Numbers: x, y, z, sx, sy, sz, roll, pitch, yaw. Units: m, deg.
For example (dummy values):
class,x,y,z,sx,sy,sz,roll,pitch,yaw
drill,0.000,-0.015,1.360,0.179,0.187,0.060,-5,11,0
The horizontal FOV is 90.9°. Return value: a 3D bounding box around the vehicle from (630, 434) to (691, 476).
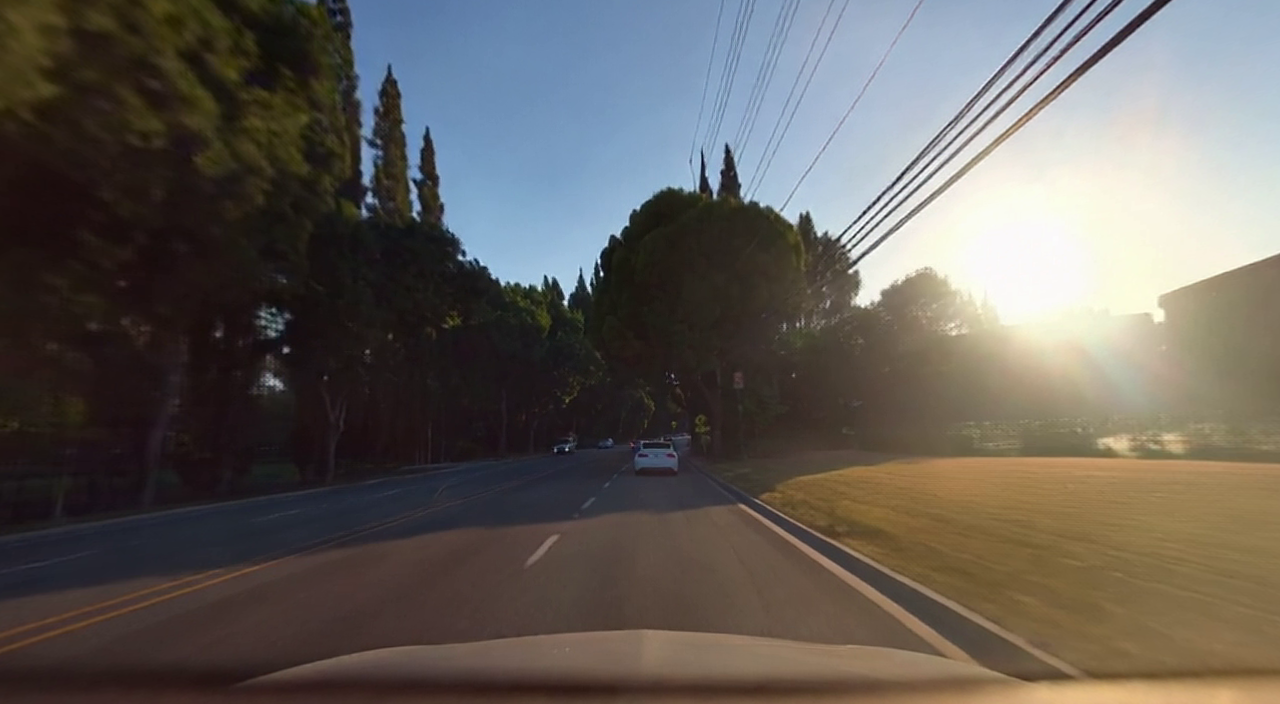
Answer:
class,x,y,z,sx,sy,sz,roll,pitch,yaw
vehicle,0.738,3.938,24.291,2.153,1.461,4.374,0,-8,1
